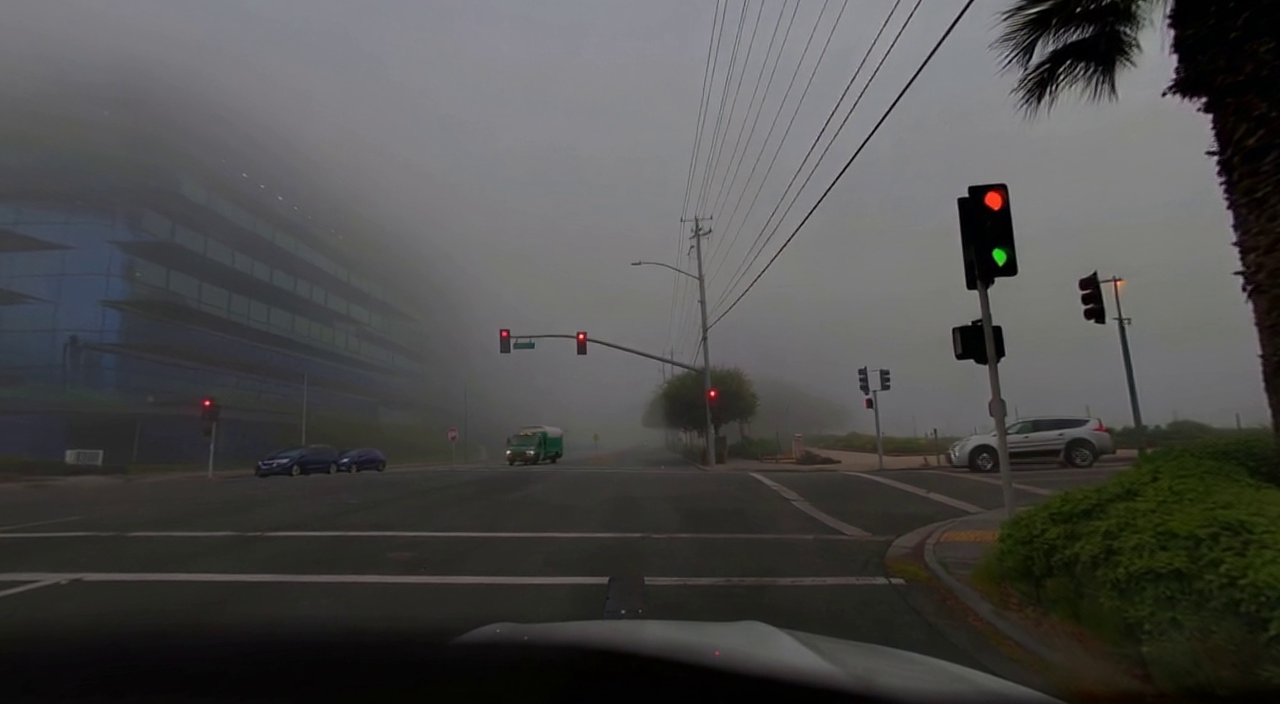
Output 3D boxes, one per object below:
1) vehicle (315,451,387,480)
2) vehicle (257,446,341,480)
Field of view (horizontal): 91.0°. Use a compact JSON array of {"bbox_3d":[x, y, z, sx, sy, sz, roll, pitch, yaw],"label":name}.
[{"bbox_3d":[-15.344,6.023,33.684,1.875,1.389,3.784,0,-9,3],"label":"vehicle"},{"bbox_3d":[-19.062,6.208,35.501,2.017,1.739,4.569,0,-9,2],"label":"vehicle"}]
